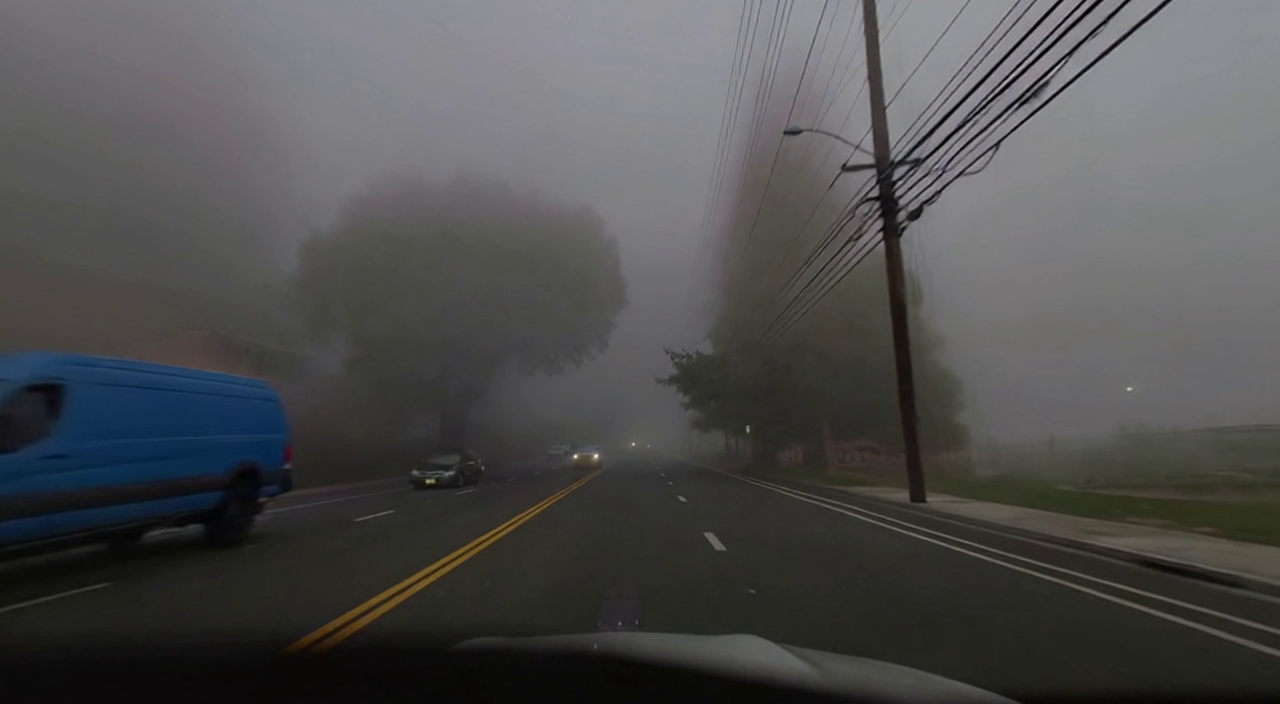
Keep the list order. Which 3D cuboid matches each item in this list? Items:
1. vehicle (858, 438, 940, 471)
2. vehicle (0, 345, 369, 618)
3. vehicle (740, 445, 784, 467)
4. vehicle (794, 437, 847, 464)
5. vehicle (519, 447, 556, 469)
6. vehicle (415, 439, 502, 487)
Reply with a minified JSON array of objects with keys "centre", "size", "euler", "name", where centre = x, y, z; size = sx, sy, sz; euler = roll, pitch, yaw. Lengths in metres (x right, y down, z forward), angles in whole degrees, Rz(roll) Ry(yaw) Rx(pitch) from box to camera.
[{"centre":[13.015,5.184,32.006],"size":[2.143,1.518,4.893],"euler":[0,-8,0],"name":"vehicle"},{"centre":[-6.928,1.599,8.600],"size":[2.909,2.362,7.390],"euler":[-1,-8,2],"name":"vehicle"},{"centre":[8.264,7.055,42.962],"size":[1.869,1.428,4.250],"euler":[0,-8,-5],"name":"vehicle"},{"centre":[12.671,6.941,44.464],"size":[2.051,1.811,5.330],"euler":[0,-8,-1],"name":"vehicle"},{"centre":[-7.242,7.478,44.801],"size":[1.877,1.445,4.429],"euler":[-1,-8,0],"name":"vehicle"},{"centre":[-7.259,4.451,25.678],"size":[2.242,1.741,4.519],"euler":[0,-8,-1],"name":"vehicle"}]
